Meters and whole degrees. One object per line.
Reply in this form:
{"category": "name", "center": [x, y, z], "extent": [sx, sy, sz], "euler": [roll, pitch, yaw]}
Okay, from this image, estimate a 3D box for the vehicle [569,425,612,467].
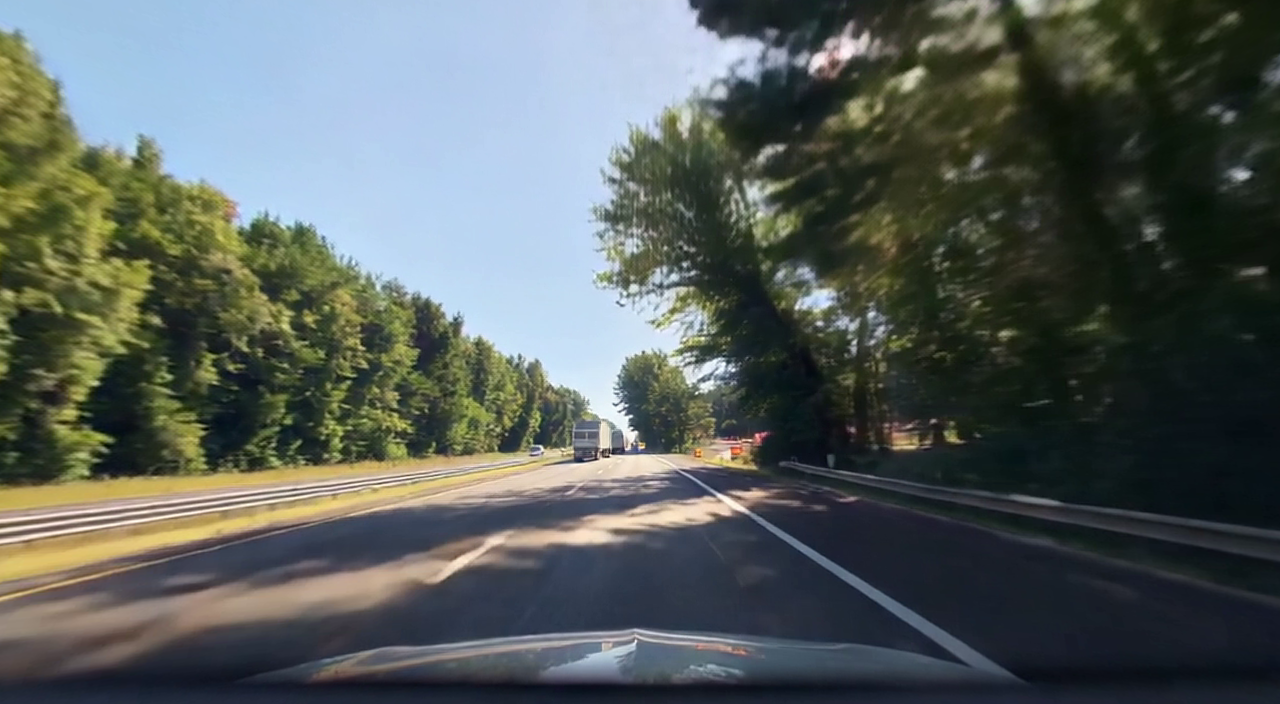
{"category": "vehicle", "center": [-3.333, 6.495, 43.493], "extent": [2.484, 2.625, 5.907], "euler": [-1, -8, 0]}
